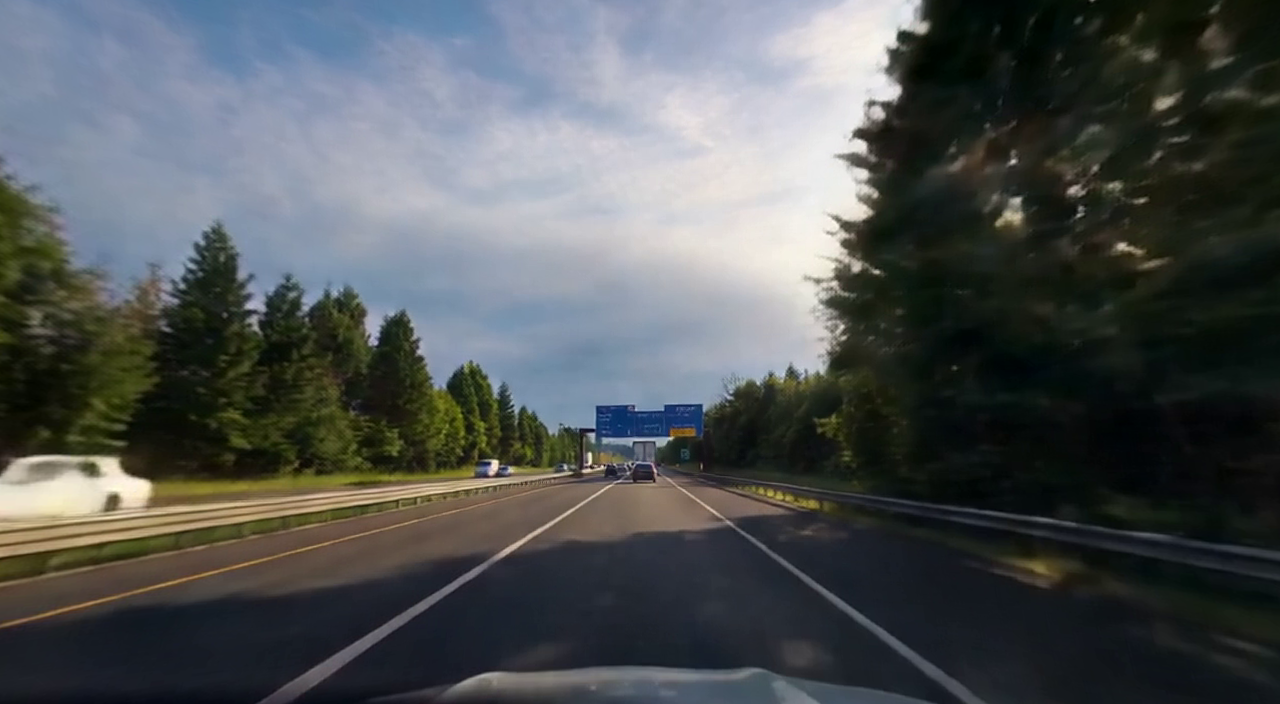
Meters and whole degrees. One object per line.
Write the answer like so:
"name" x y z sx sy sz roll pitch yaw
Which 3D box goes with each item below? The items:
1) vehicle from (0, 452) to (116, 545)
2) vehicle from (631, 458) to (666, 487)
"vehicle" -11.210 2.365 10.222 1.894 1.469 3.976 1 -10 0
"vehicle" 0.466 7.520 39.308 2.048 1.663 4.377 1 -10 0
